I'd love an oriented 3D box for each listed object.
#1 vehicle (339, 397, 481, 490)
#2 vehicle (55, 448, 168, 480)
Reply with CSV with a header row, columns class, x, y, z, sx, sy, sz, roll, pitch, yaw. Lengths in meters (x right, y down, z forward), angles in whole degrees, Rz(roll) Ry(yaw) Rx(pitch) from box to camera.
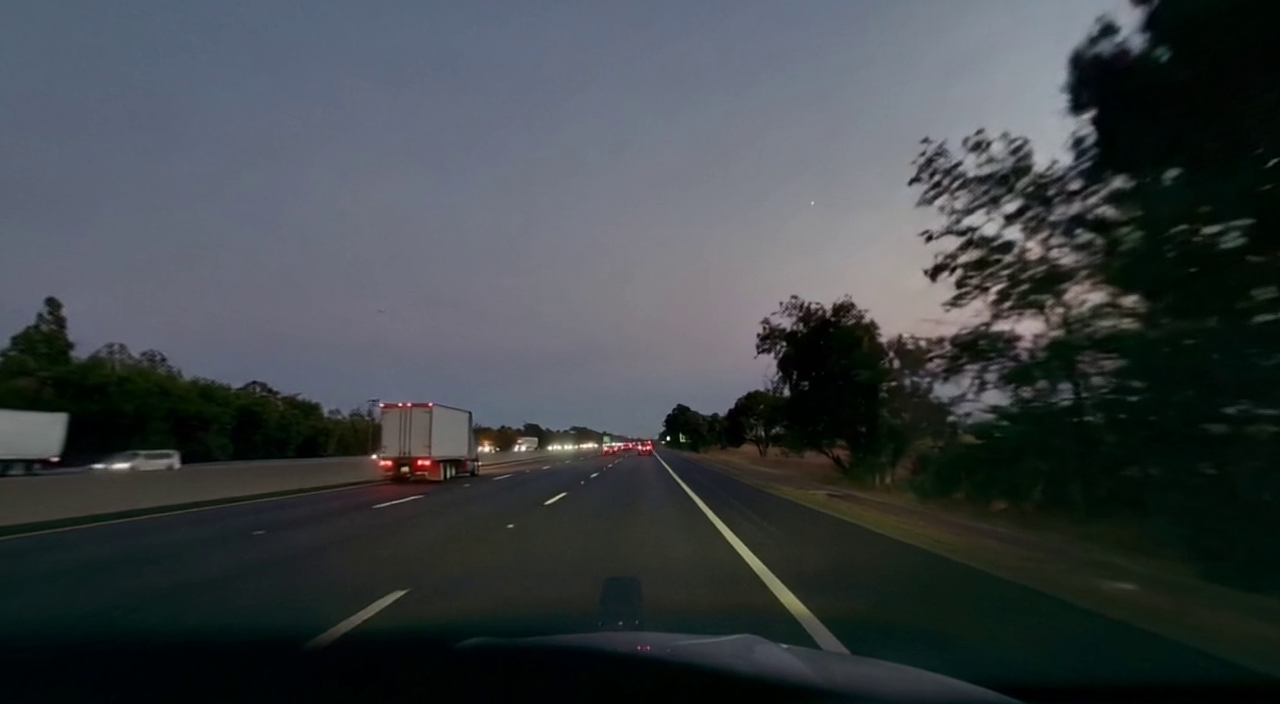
class,x,y,z,sx,sy,sz,roll,pitch,yaw
vehicle,-7.395,3.090,21.206,2.444,2.685,5.893,0,-9,1
vehicle,-29.286,6.170,35.142,1.922,1.644,4.866,0,-9,2
